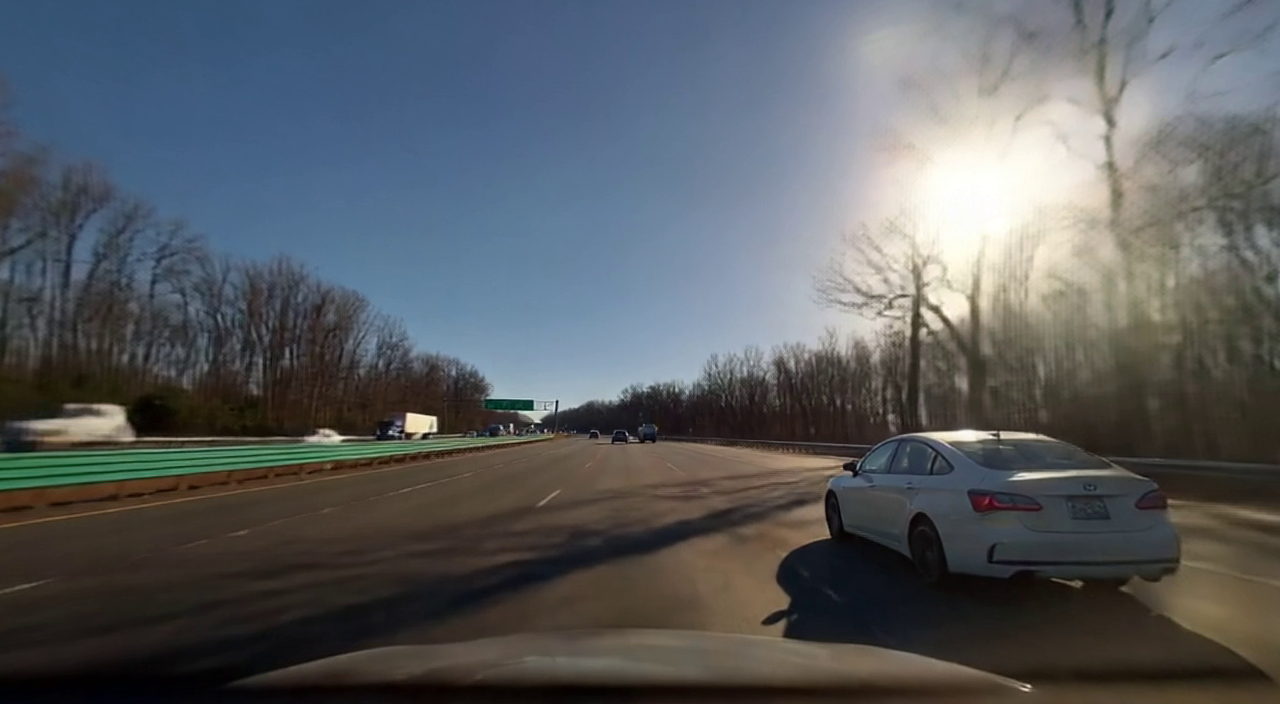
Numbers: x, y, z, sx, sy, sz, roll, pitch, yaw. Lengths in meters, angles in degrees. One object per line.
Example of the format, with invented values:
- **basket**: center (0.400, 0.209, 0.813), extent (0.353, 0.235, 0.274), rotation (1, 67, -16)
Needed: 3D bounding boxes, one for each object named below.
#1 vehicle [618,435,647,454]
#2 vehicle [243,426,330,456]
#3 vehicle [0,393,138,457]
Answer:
- **vehicle**: center (-0.643, 7.216, 49.104), extent (2.121, 1.445, 4.187), rotation (0, -8, -2)
- **vehicle**: center (-18.477, 4.684, 33.146), extent (1.896, 1.484, 4.705), rotation (0, -8, 0)
- **vehicle**: center (-26.308, 3.361, 28.439), extent (2.310, 2.581, 5.922), rotation (0, -8, -1)
